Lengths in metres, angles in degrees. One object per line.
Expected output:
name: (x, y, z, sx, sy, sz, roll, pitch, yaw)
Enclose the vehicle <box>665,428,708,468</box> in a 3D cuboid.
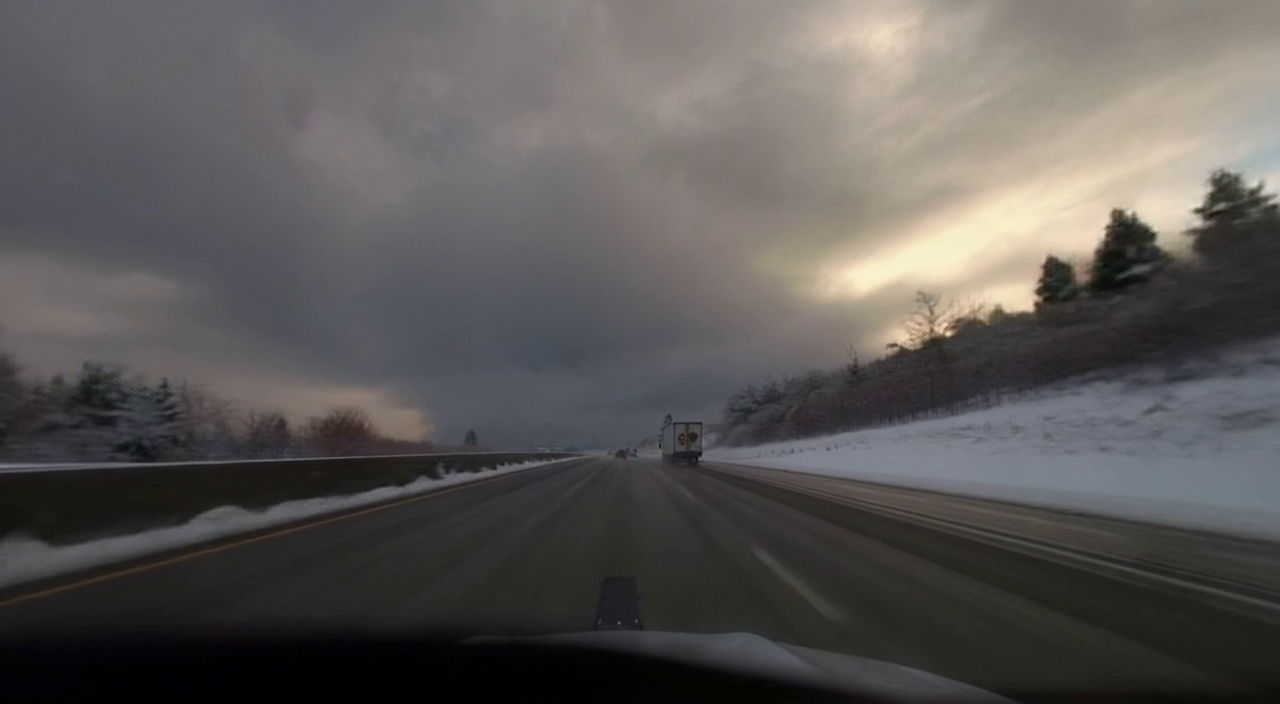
vehicle: (3.253, 6.881, 44.889, 2.527, 2.682, 4.082, 0, -9, -4)
